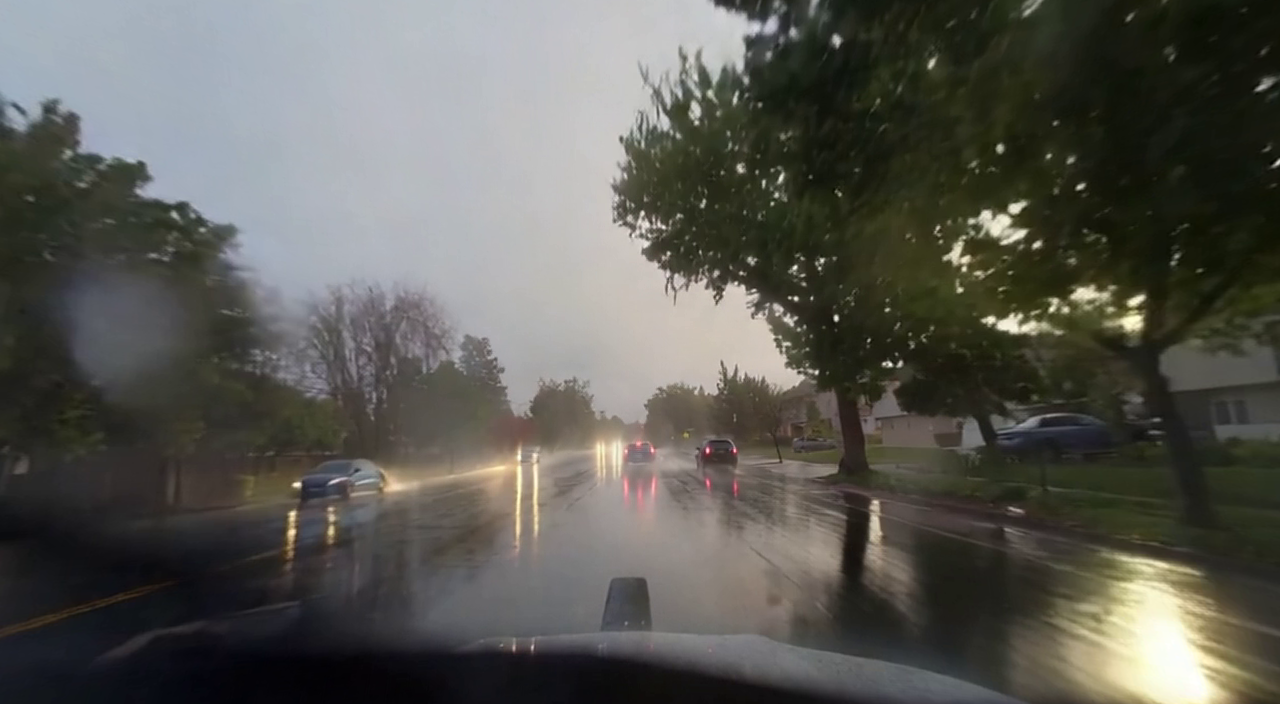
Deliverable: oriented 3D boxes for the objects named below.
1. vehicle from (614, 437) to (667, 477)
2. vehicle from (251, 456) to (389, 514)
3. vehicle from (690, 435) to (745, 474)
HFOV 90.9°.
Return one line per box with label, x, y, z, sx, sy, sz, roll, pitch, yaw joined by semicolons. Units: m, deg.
vehicle;0.030;4.699;28.567;2.200;1.653;4.127;0;-8;0
vehicle;-10.012;4.148;20.218;1.916;1.492;4.677;-2;-8;1
vehicle;3.609;4.877;30.197;2.024;1.711;4.512;0;-8;-1
